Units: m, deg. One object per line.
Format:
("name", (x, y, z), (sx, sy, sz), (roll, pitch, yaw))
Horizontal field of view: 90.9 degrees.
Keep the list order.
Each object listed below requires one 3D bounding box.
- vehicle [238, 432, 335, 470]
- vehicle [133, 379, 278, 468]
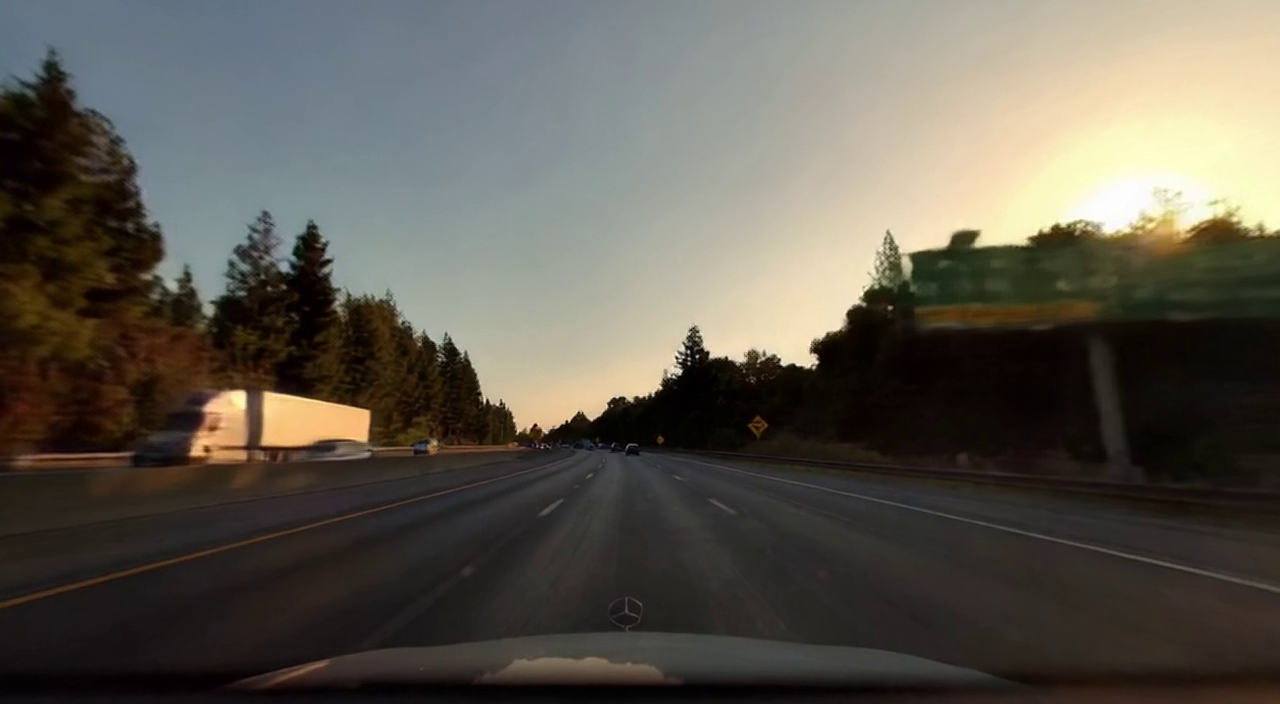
("vehicle", (-16.354, 4.626, 29.445), (2.001, 1.638, 4.475), (0, -9, -1))
("vehicle", (-21.446, 3.671, 31.607), (2.989, 4.011, 5.907), (0, -9, -2))
